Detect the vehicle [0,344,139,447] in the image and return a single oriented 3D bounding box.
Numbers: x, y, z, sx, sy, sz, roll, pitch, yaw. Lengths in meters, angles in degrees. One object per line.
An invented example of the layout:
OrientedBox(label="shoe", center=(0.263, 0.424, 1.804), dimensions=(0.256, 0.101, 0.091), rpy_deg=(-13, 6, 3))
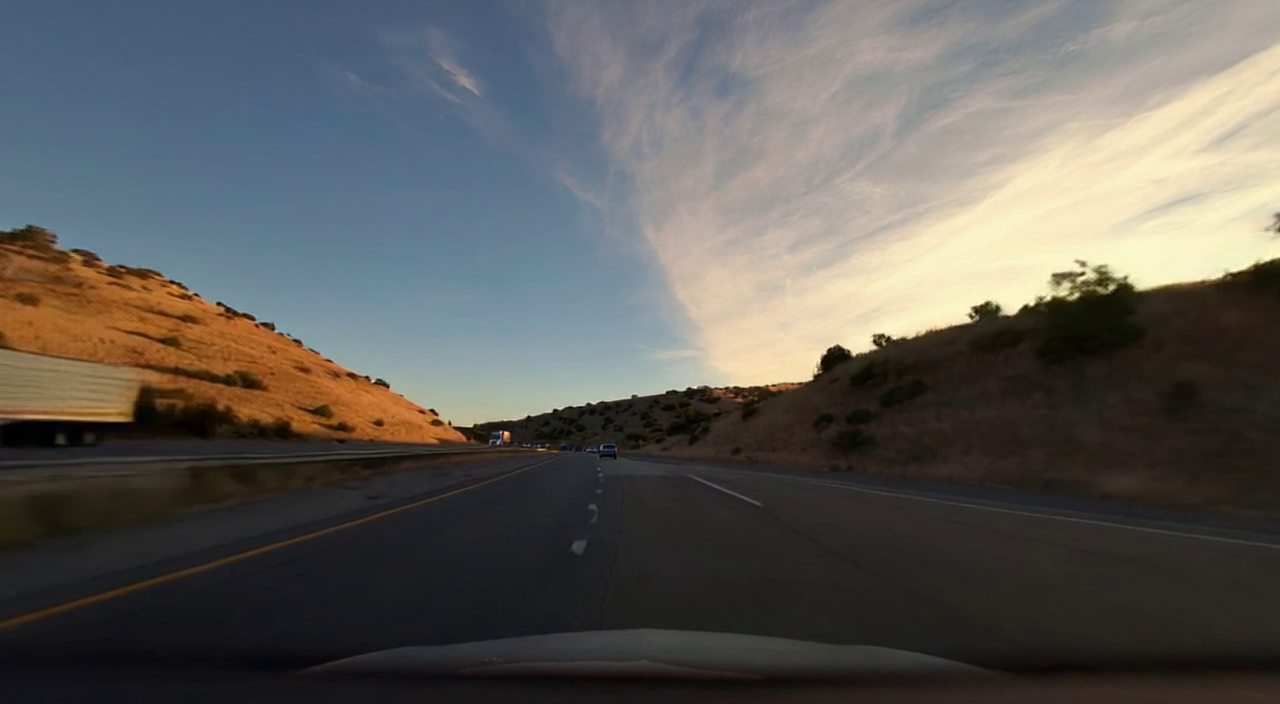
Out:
OrientedBox(label="vehicle", center=(-27.962, 1.616, 25.022), dimensions=(2.941, 4.199, 16.568), rpy_deg=(1, -9, -1))
